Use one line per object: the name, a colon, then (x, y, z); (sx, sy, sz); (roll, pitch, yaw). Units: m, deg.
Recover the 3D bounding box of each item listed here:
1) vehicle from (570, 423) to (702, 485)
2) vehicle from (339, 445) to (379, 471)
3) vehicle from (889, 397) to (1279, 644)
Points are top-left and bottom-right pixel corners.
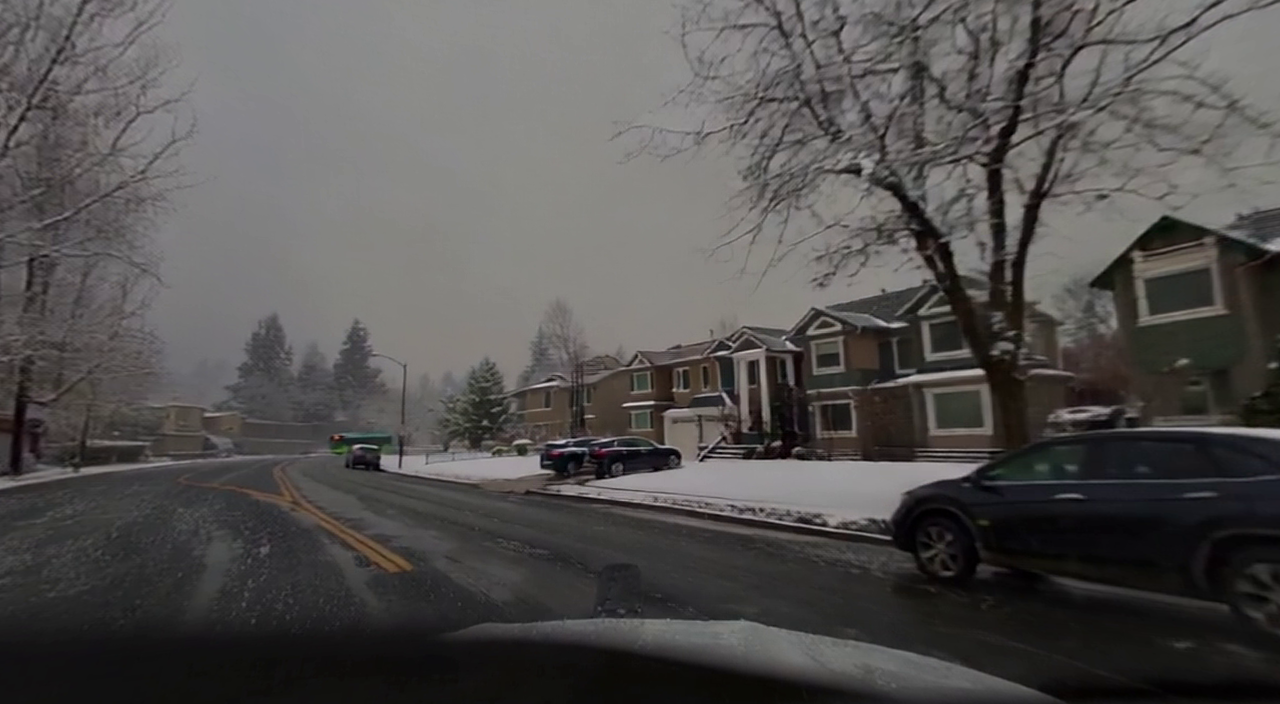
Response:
vehicle: (-0.101, 3.663, 23.139); (4.431, 1.873, 1.920); (2, -8, -34)
vehicle: (-18.563, 6.972, 41.655); (1.984, 1.601, 3.994); (4, -10, -28)
vehicle: (4.823, 1.356, 5.656); (1.934, 1.697, 4.432); (6, -10, -33)
